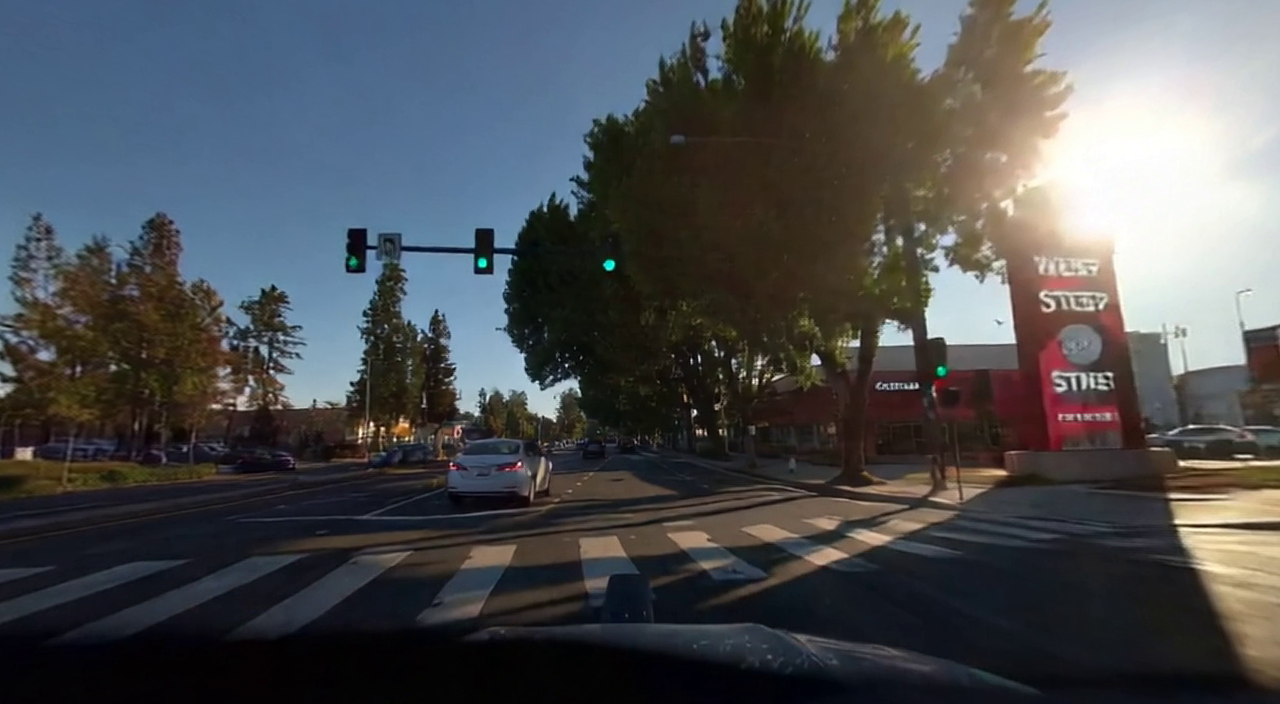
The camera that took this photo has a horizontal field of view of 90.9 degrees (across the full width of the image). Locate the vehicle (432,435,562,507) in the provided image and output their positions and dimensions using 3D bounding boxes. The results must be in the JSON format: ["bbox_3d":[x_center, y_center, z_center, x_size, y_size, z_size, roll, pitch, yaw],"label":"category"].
[{"bbox_3d":[-3.266,2.806,15.397,2.018,1.477,4.401,0,-8,2],"label":"vehicle"}]

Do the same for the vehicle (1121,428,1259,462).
[{"bbox_3d":[33.263,5.664,38.365,2.079,1.837,5.802,5,-10,-30],"label":"vehicle"}]

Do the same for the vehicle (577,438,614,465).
[{"bbox_3d":[-2.966,6.707,42.549,2.109,1.692,4.220,0,-8,1],"label":"vehicle"}]
